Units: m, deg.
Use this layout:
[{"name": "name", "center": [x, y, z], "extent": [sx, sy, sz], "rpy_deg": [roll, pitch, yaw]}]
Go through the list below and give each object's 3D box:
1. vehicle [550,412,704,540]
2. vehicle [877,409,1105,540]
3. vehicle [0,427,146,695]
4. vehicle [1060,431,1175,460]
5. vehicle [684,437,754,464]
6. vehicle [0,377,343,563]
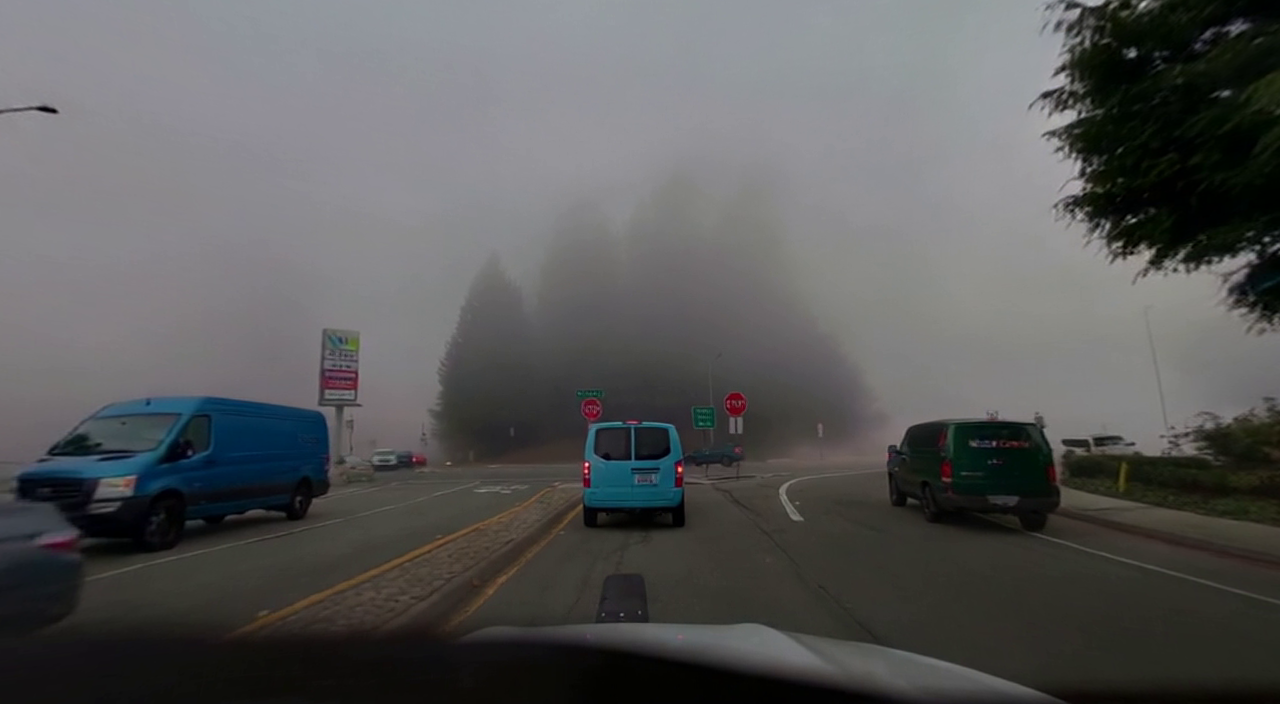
[{"name": "vehicle", "center": [-0.017, 2.150, 11.508], "extent": [2.237, 1.828, 4.546], "rpy_deg": [-1, -9, 4]}, {"name": "vehicle", "center": [6.307, 2.258, 12.236], "extent": [2.204, 1.973, 4.946], "rpy_deg": [-1, -9, 9]}, {"name": "vehicle", "center": [-4.519, 0.950, 2.168], "extent": [1.869, 1.465, 4.503], "rpy_deg": [0, -9, 2]}, {"name": "vehicle", "center": [26.542, 5.198, 35.160], "extent": [5.155, 1.515, 2.131], "rpy_deg": [2, -9, -12]}, {"name": "vehicle", "center": [5.456, 6.738, 43.277], "extent": [4.651, 1.710, 1.985], "rpy_deg": [7, -11, -37]}, {"name": "vehicle", "center": [-7.650, 1.924, 10.867], "extent": [2.426, 2.410, 5.046], "rpy_deg": [0, -9, 2]}]
